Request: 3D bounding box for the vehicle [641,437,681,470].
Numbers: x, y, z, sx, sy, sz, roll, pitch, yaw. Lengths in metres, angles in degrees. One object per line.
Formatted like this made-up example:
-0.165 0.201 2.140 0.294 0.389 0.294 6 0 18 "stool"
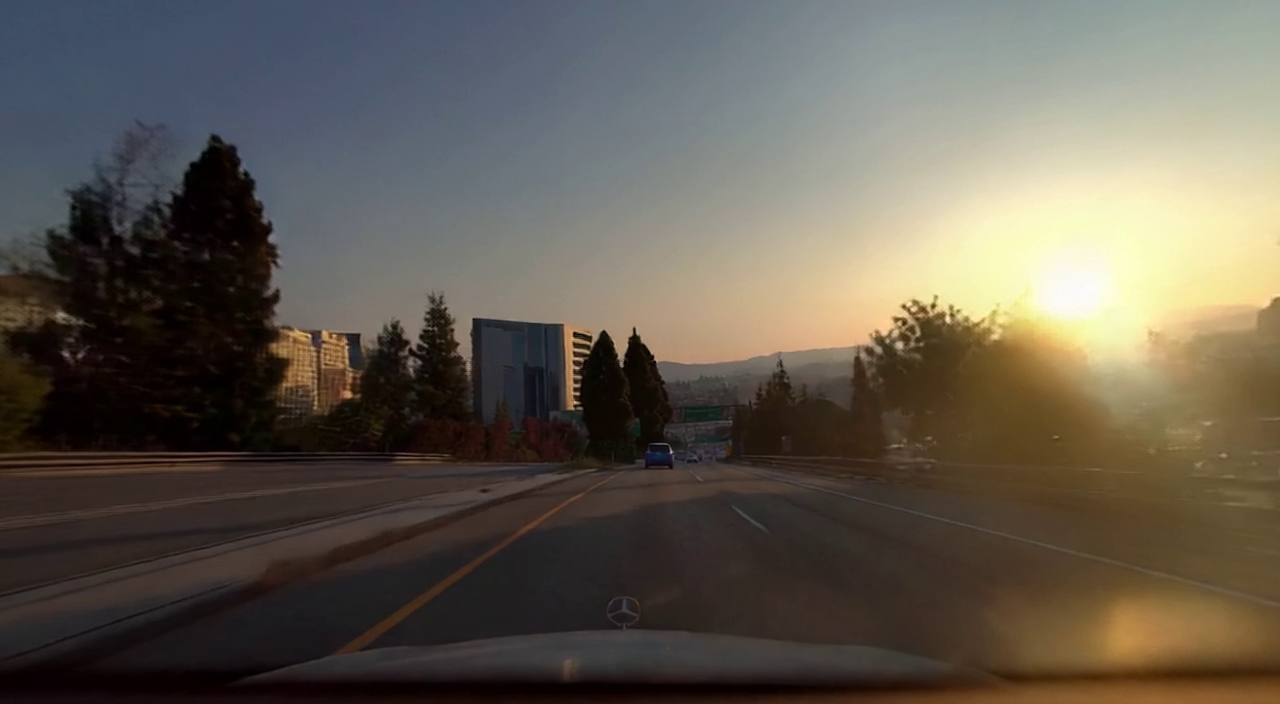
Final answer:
1.473 6.908 42.859 2.546 2.126 5.153 -1 -8 3 "vehicle"
